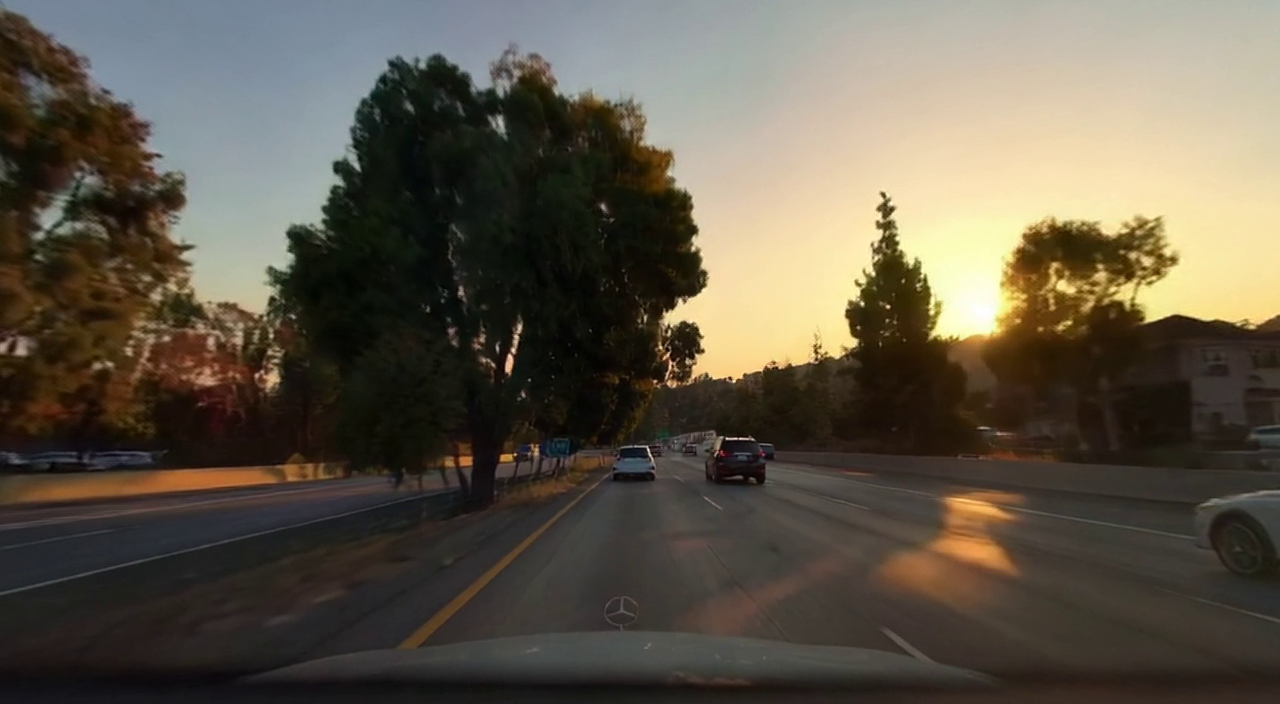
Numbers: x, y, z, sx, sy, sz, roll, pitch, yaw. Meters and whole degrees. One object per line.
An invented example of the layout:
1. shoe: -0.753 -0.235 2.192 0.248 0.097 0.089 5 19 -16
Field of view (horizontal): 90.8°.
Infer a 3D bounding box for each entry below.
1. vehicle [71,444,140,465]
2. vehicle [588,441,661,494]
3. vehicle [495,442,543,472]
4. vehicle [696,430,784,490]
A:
1. vehicle: -37.560 7.223 44.420 3.305 1.411 1.561 0 -9 -2
2. vehicle: -0.433 3.511 19.528 2.040 1.451 3.736 0 -9 0
3. vehicle: -7.259 6.318 38.283 1.939 1.661 4.295 0 -9 1
4. vehicle: 3.298 3.677 21.854 2.186 1.842 4.553 0 -9 -2
